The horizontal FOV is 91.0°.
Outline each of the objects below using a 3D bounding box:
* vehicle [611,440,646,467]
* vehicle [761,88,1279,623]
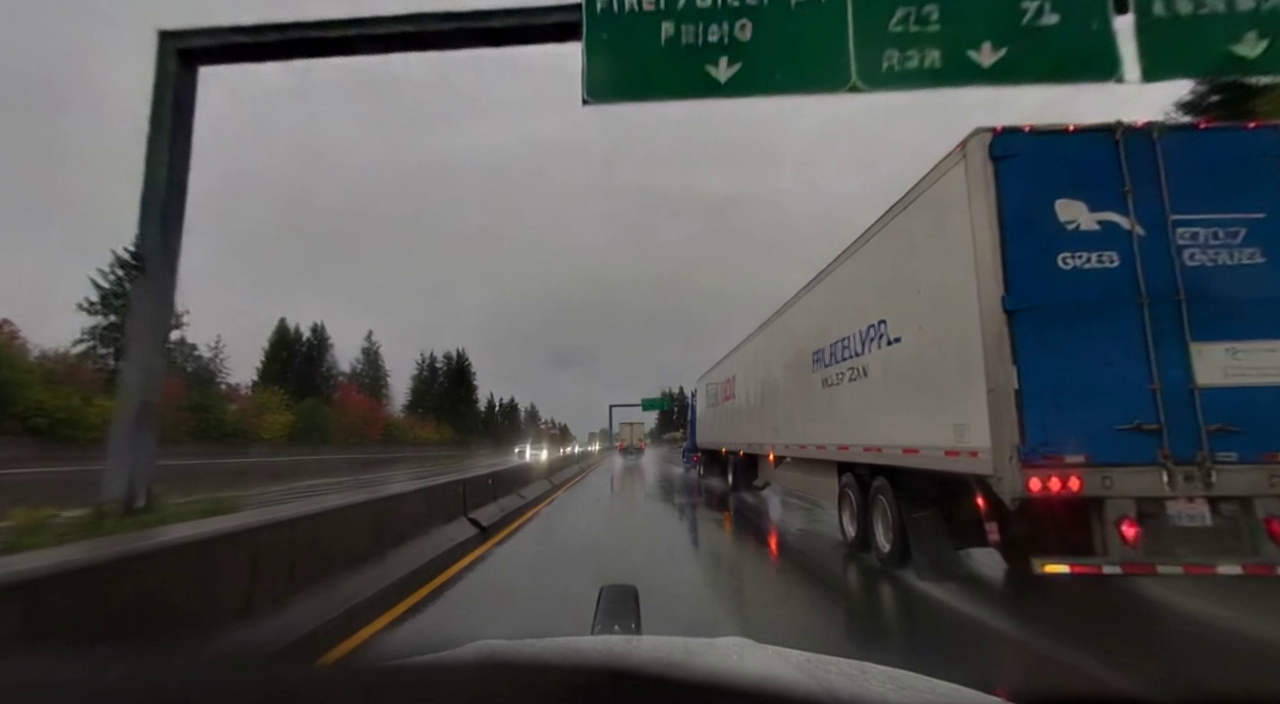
[{"bbox_3d":[-0.674,5.935,36.989,1.943,1.491,3.459,0,-8,-1],"label":"vehicle"},{"bbox_3d":[4.236,0.531,9.276,2.853,4.086,9.078,0,-8,-1],"label":"vehicle"}]
